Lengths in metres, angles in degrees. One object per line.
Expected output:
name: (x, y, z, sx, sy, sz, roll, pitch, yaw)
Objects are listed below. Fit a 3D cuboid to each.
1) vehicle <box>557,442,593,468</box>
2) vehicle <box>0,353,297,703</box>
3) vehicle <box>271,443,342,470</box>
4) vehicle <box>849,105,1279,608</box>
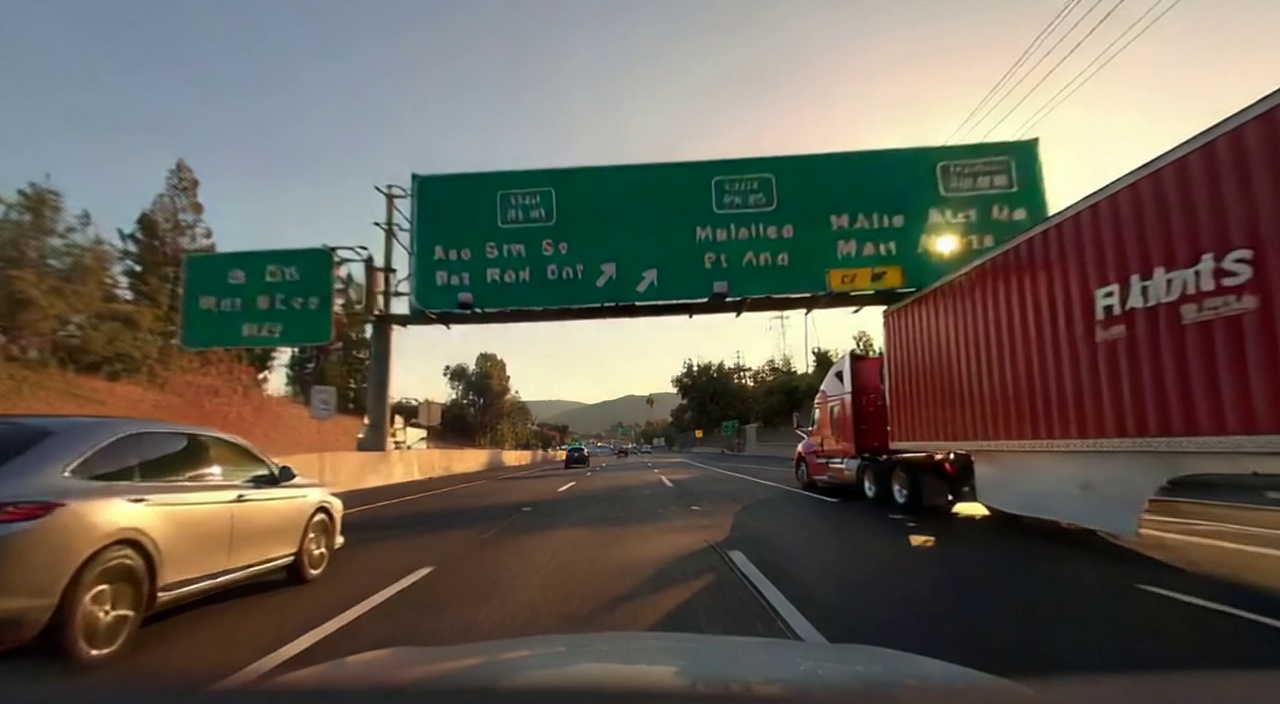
vehicle: (-4.308, 6.944, 42.556, 2.027, 1.651, 4.099, 0, -9, 0)
vehicle: (-3.994, 0.852, 3.029, 2.084, 1.634, 4.693, 0, -9, -1)
vehicle: (-21.458, 6.720, 40.913, 2.078, 1.610, 4.663, 0, -9, 0)
vehicle: (6.833, 0.414, 7.808, 2.919, 4.195, 15.833, 0, -9, -1)
